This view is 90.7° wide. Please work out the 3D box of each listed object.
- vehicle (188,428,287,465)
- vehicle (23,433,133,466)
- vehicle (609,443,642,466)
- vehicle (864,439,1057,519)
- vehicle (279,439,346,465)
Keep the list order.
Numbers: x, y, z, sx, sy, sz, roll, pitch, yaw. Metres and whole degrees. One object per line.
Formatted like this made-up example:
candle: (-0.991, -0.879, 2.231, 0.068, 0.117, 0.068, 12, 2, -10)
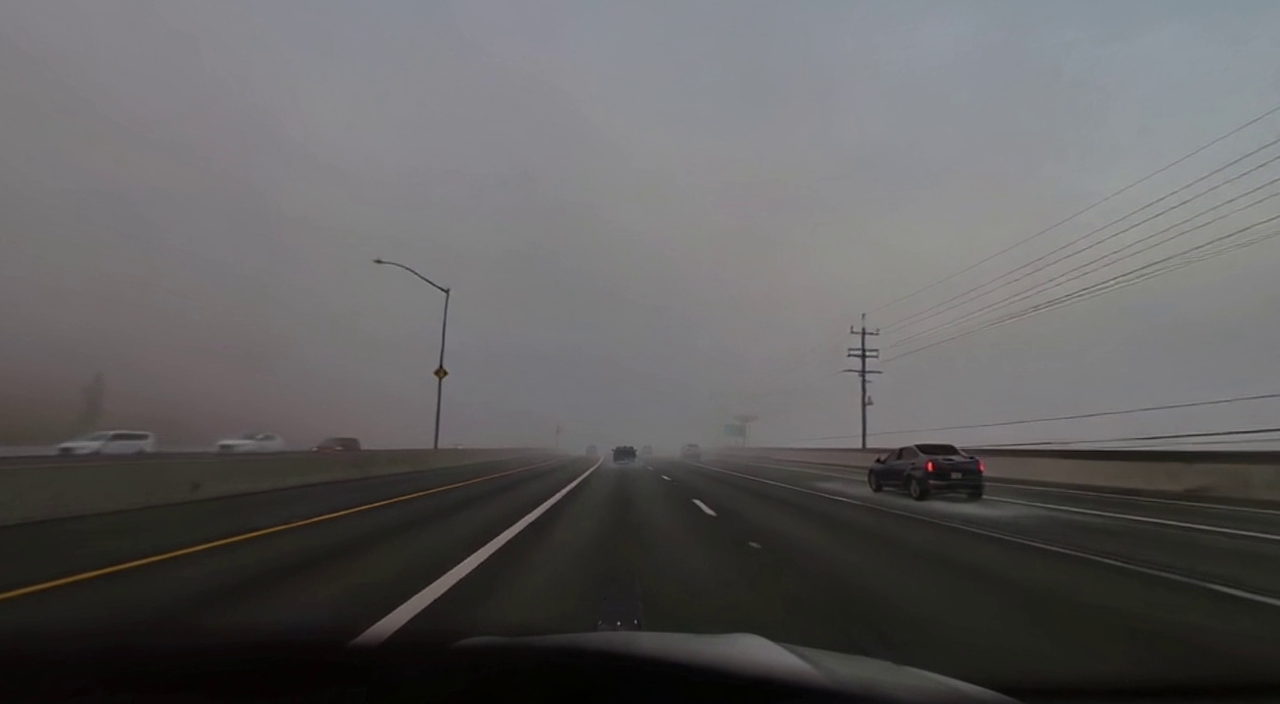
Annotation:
vehicle: (-24.057, 5.715, 38.202, 2.310, 2.019, 5.765, 0, -9, -2)
vehicle: (-31.246, 5.452, 35.396, 2.036, 1.697, 4.566, 0, -9, -1)
vehicle: (-1.036, 6.973, 43.215, 2.109, 1.489, 4.027, 0, -8, -2)
vehicle: (6.622, 2.639, 13.717, 1.876, 1.451, 4.154, 0, -9, -2)
vehicle: (-20.093, 6.169, 39.045, 1.849, 1.498, 4.484, 0, -8, -2)
